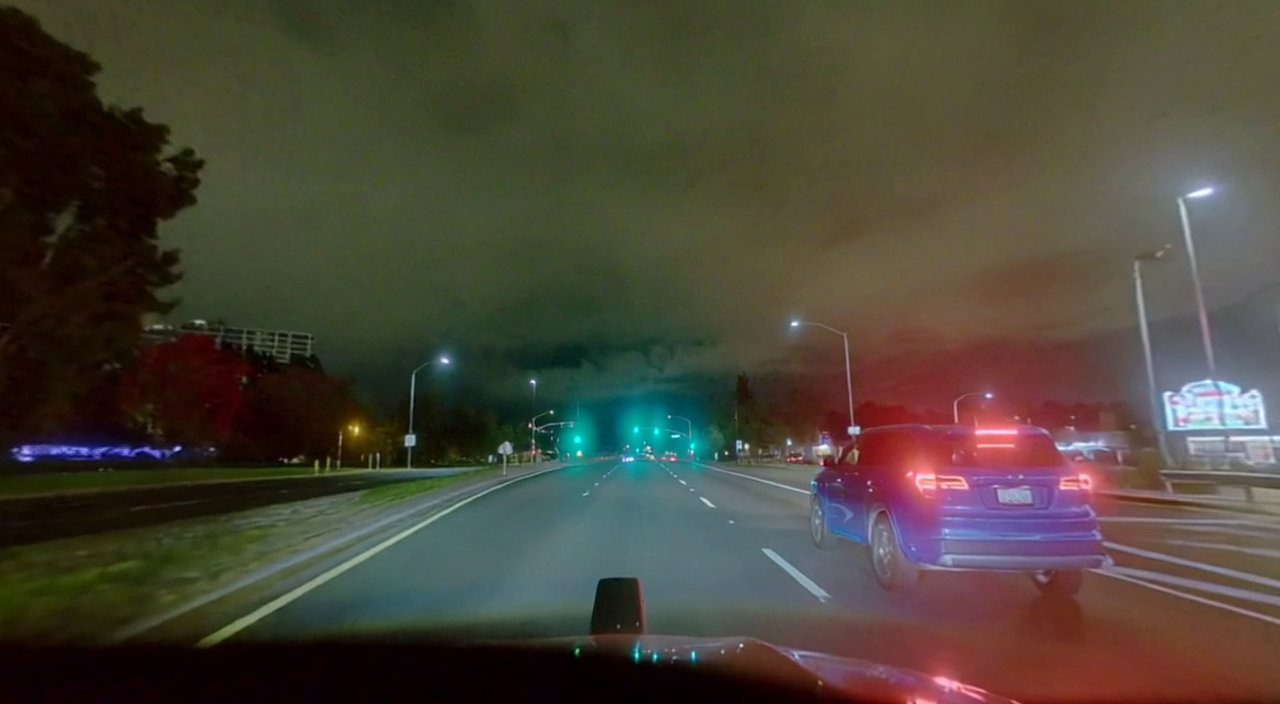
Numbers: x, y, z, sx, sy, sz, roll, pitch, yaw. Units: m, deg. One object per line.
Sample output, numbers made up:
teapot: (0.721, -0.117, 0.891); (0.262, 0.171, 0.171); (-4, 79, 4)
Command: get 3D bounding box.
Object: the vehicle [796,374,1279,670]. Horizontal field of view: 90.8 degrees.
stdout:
vehicle: (3.197, 1.371, 6.209); (2.130, 1.790, 4.615); (0, -9, 0)
